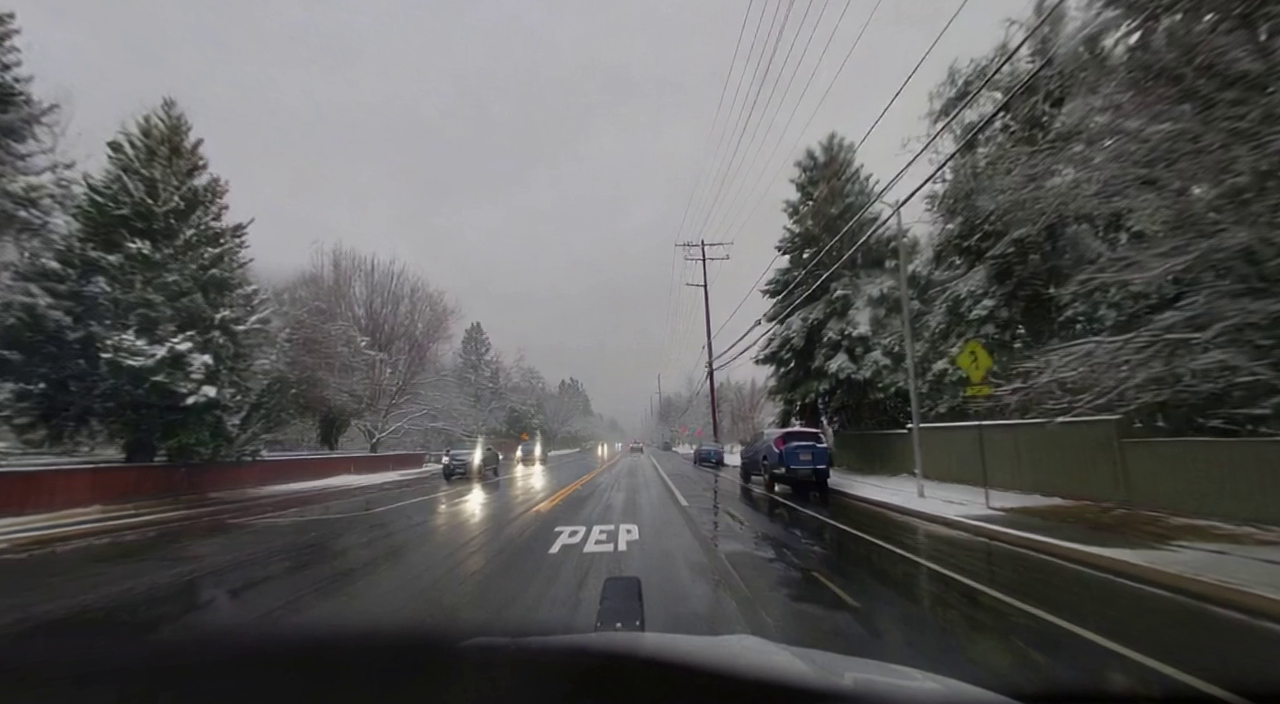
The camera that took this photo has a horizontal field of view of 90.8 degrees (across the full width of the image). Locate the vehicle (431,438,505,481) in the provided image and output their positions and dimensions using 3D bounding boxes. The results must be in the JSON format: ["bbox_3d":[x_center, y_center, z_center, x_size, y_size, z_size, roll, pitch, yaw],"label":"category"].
[{"bbox_3d":[-7.394,4.658,27.627,1.979,1.711,4.331,0,-8,0],"label":"vehicle"}]

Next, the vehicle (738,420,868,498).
[{"bbox_3d":[4.695,3.226,19.504,2.335,1.972,6.368,0,-8,0],"label":"vehicle"}]

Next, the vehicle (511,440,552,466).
[{"bbox_3d":[-7.406,6.971,43.662,1.989,1.706,4.495,0,-8,1],"label":"vehicle"}]

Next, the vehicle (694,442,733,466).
[{"bbox_3d":[4.751,6.692,41.564,1.987,1.479,4.562,0,-8,0],"label":"vehicle"}]
